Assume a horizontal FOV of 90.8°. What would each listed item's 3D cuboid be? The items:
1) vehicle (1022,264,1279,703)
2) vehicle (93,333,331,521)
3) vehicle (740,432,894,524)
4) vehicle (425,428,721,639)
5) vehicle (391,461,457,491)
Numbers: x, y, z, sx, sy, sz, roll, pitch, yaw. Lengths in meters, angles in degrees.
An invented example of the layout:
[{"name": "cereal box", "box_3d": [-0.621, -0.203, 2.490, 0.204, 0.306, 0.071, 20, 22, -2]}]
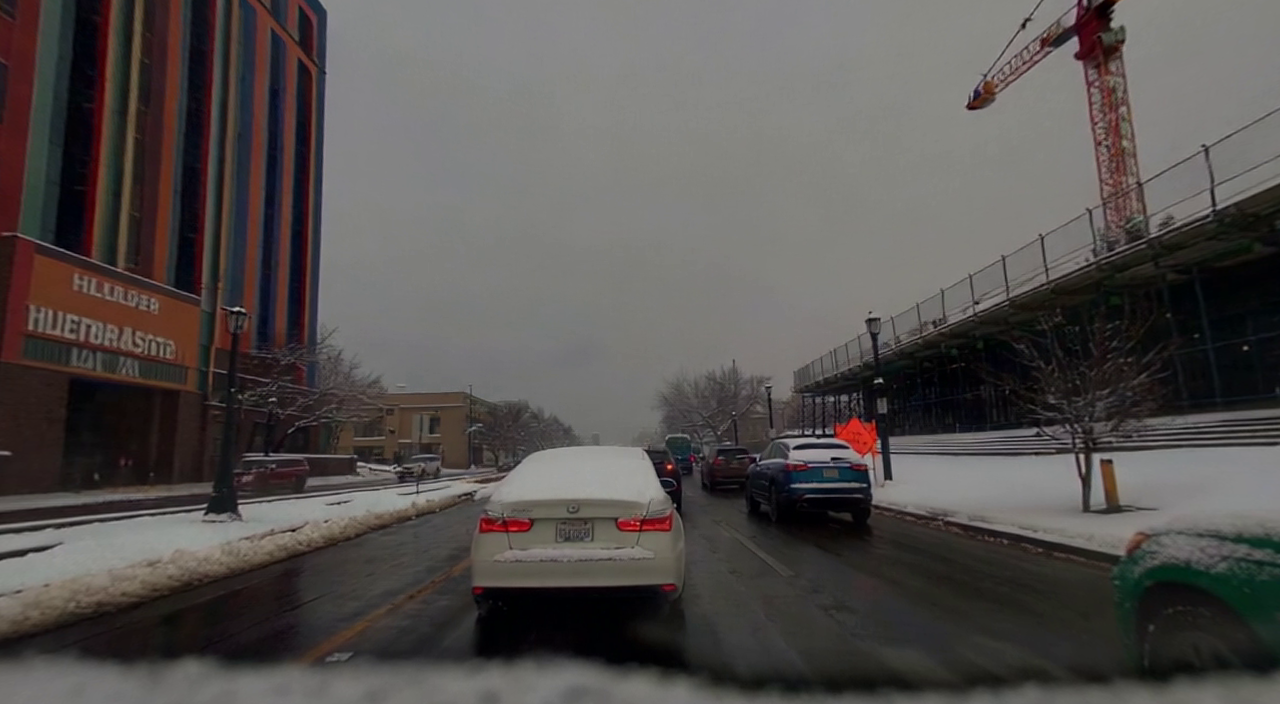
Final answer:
[{"name": "vehicle", "box_3d": [3.341, 0.493, 1.043, 2.182, 1.954, 5.341, 0, -8, 2]}, {"name": "vehicle", "box_3d": [-9.093, 1.682, 13.923, 2.592, 3.548, 3.414, -2, -9, 4]}, {"name": "vehicle", "box_3d": [3.888, 2.851, 14.977, 2.185, 1.797, 4.934, 0, -8, -1]}, {"name": "vehicle", "box_3d": [-0.432, 1.622, 6.711, 2.131, 1.496, 4.193, 0, -8, 2]}, {"name": "vehicle", "box_3d": [-12.519, 7.218, 36.946, 1.986, 1.476, 4.753, -1, -8, 4]}]
